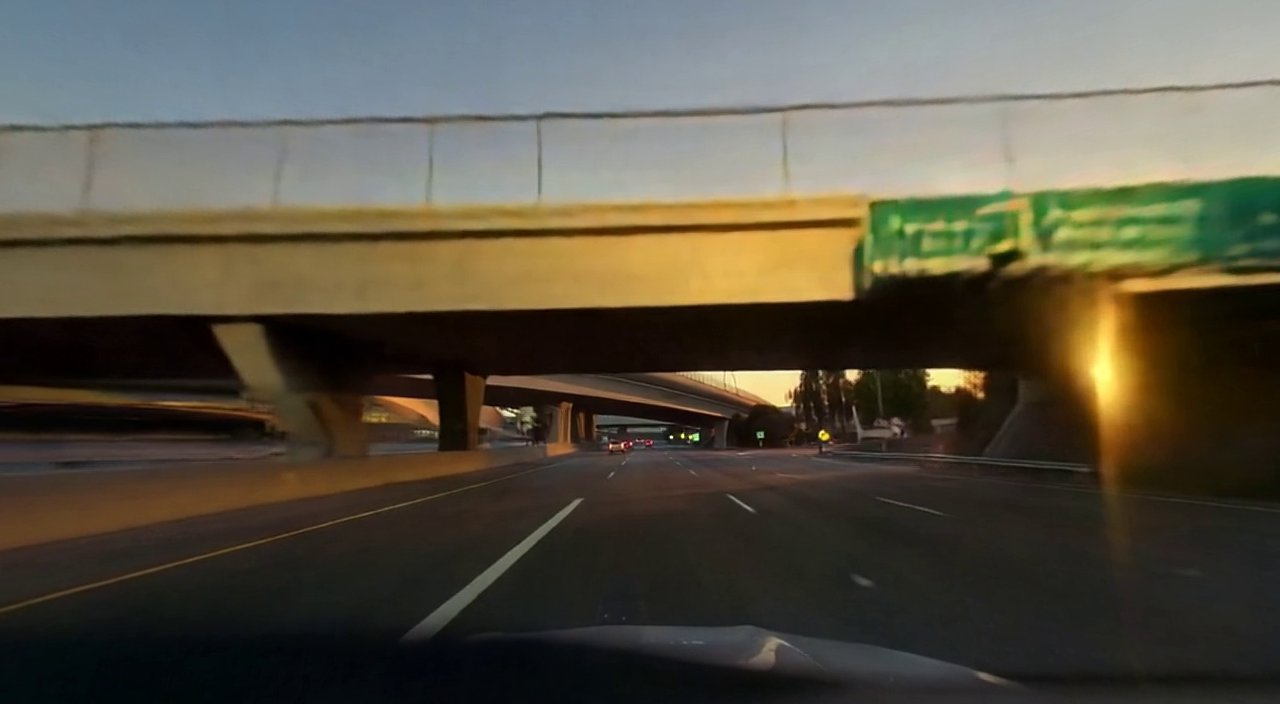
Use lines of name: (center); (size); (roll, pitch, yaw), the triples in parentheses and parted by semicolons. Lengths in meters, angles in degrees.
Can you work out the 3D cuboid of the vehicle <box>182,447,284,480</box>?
vehicle: (-20.420, 5.566, 31.761); (1.913, 1.511, 4.746); (0, -8, 1)
